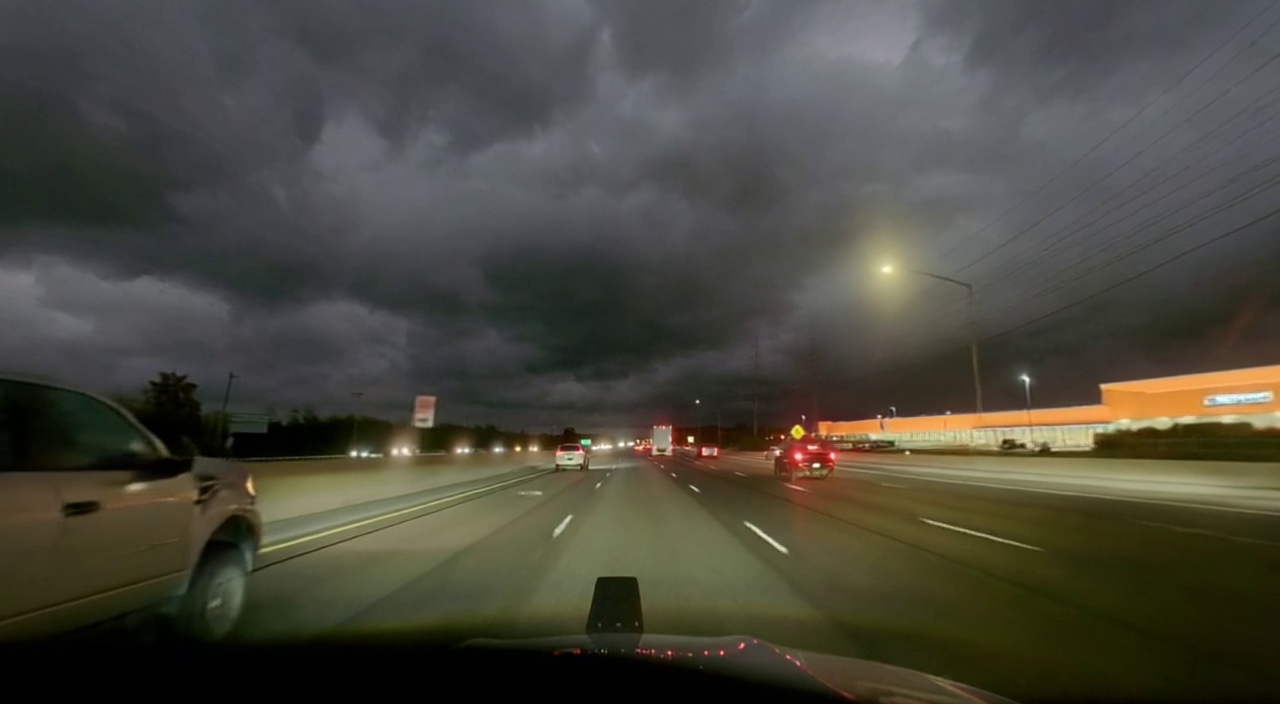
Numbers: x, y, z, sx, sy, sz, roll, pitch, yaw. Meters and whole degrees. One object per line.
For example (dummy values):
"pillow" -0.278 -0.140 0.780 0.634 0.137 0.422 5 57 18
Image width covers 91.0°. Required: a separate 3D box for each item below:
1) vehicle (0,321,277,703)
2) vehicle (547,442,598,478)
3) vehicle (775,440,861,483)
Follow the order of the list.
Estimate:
"vehicle" -3.694 0.710 2.128 2.130 1.799 4.583 0 -9 1
"vehicle" -3.032 4.935 29.106 1.929 1.521 4.097 0 -9 0
"vehicle" 6.837 4.241 24.679 1.980 1.501 4.433 0 -9 -1
